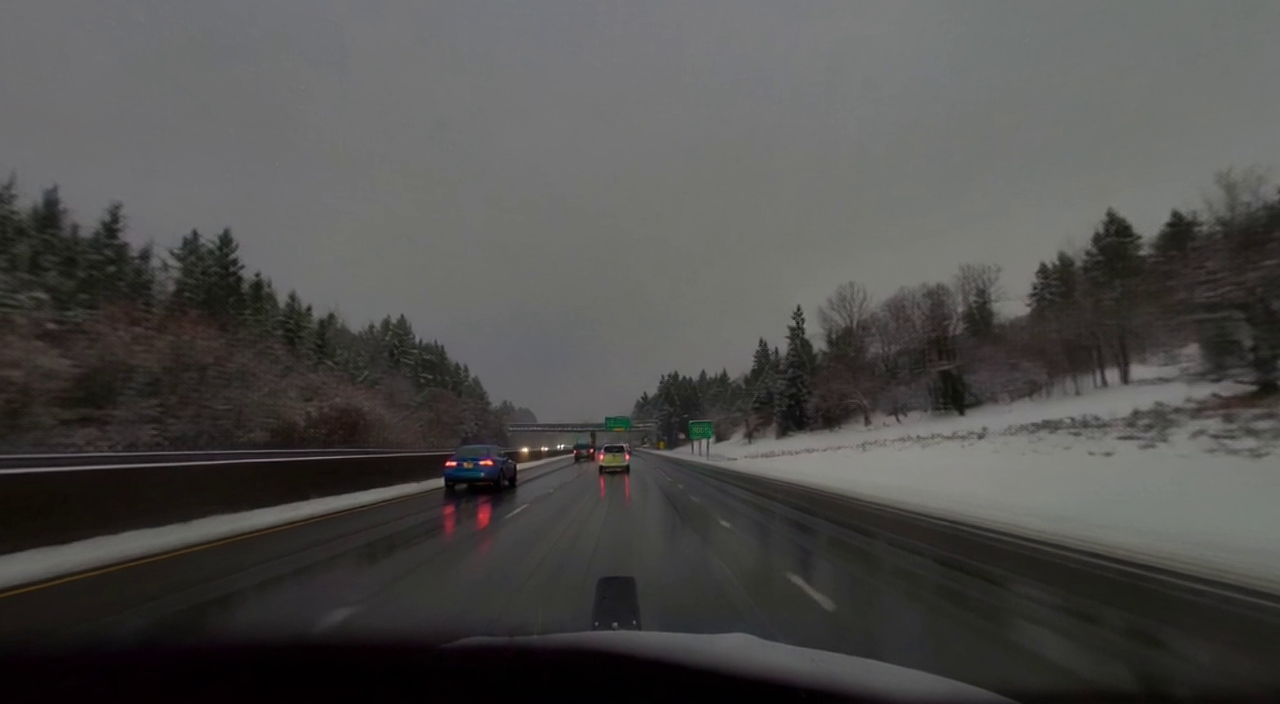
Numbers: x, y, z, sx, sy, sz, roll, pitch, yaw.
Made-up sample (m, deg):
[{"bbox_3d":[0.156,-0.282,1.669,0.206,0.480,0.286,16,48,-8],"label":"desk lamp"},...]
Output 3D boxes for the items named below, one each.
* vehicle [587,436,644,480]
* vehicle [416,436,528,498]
[{"bbox_3d":[-1.007,4.480,26.715,2.220,1.711,4.056,0,-9,-1],"label":"vehicle"},{"bbox_3d":[-4.848,3.384,18.879,2.103,1.588,4.709,-1,-9,0],"label":"vehicle"}]
